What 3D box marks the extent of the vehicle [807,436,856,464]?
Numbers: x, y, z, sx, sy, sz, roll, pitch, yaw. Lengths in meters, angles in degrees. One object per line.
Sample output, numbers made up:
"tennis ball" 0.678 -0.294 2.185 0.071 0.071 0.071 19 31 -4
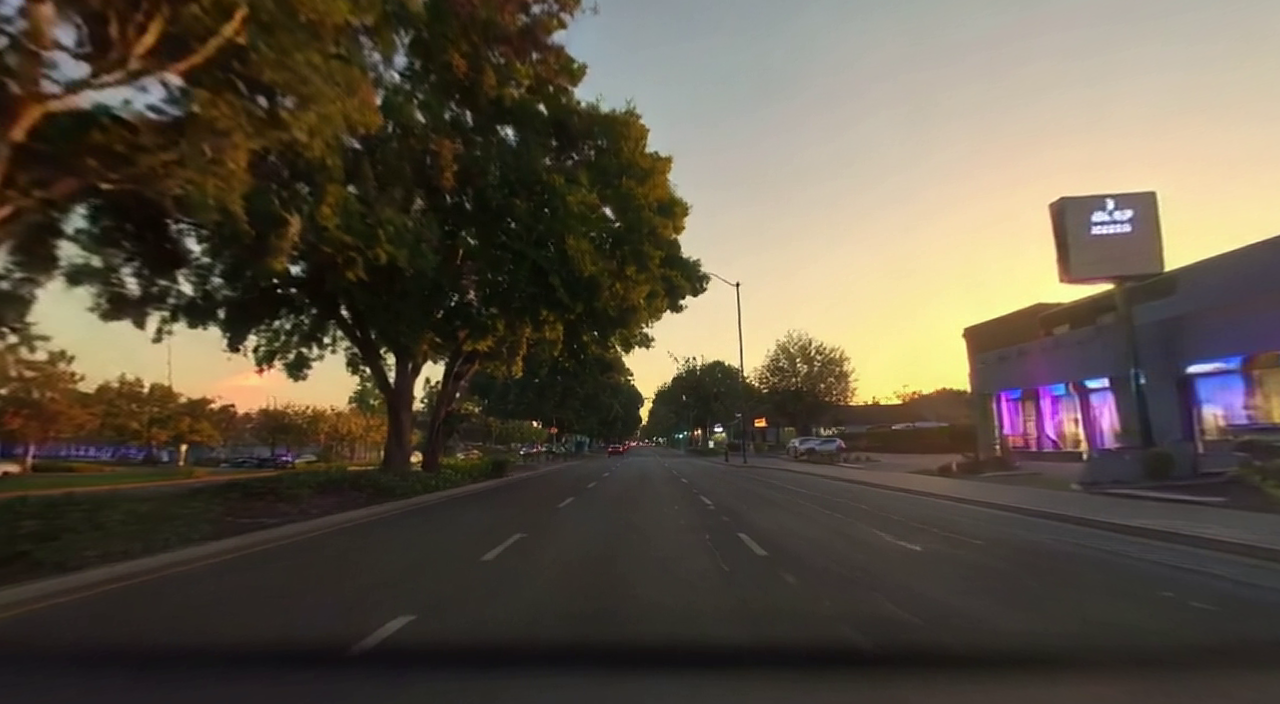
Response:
"vehicle" 13.107 6.749 43.467 2.028 1.788 5.064 -1 -8 2
